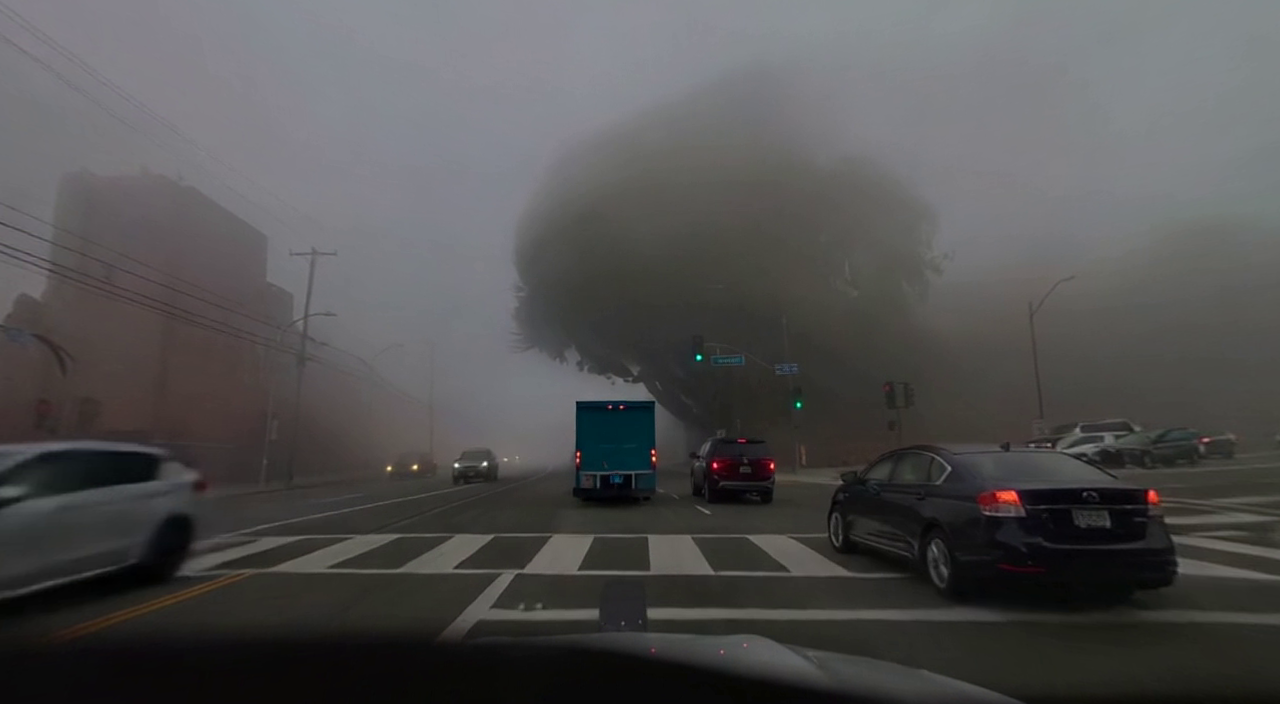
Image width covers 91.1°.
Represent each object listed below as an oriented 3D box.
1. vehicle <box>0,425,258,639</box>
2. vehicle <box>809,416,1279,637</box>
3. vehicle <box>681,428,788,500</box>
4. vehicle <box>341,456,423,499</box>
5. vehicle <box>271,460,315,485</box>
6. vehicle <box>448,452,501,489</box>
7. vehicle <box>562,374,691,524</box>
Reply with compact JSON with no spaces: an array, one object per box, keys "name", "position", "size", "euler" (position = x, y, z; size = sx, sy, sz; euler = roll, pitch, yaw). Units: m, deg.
[{"name":"vehicle","position":[-5.612,1.480,5.650],"size":[1.878,1.540,3.939],"euler":[0,-9,-1]},{"name":"vehicle","position":[3.481,1.552,6.720],"size":[1.978,1.507,4.636],"euler":[0,-9,-1]},{"name":"vehicle","position":[2.805,3.510,20.166],"size":[2.157,1.944,5.423],"euler":[1,-9,-5]},{"name":"vehicle","position":[-10.611,5.133,26.154],"size":[1.983,1.543,4.188],"euler":[1,-9,-6]},{"name":"vehicle","position":[-26.671,9.244,48.375],"size":[1.974,1.597,4.606],"euler":[1,-9,-17]},{"name":"vehicle","position":[-7.802,5.589,29.975],"size":[1.810,1.546,3.981],"euler":[1,-9,-6]},{"name":"vehicle","position":[-0.542,2.353,15.517],"size":[2.517,2.926,6.177],"euler":[1,-9,-5]}]
